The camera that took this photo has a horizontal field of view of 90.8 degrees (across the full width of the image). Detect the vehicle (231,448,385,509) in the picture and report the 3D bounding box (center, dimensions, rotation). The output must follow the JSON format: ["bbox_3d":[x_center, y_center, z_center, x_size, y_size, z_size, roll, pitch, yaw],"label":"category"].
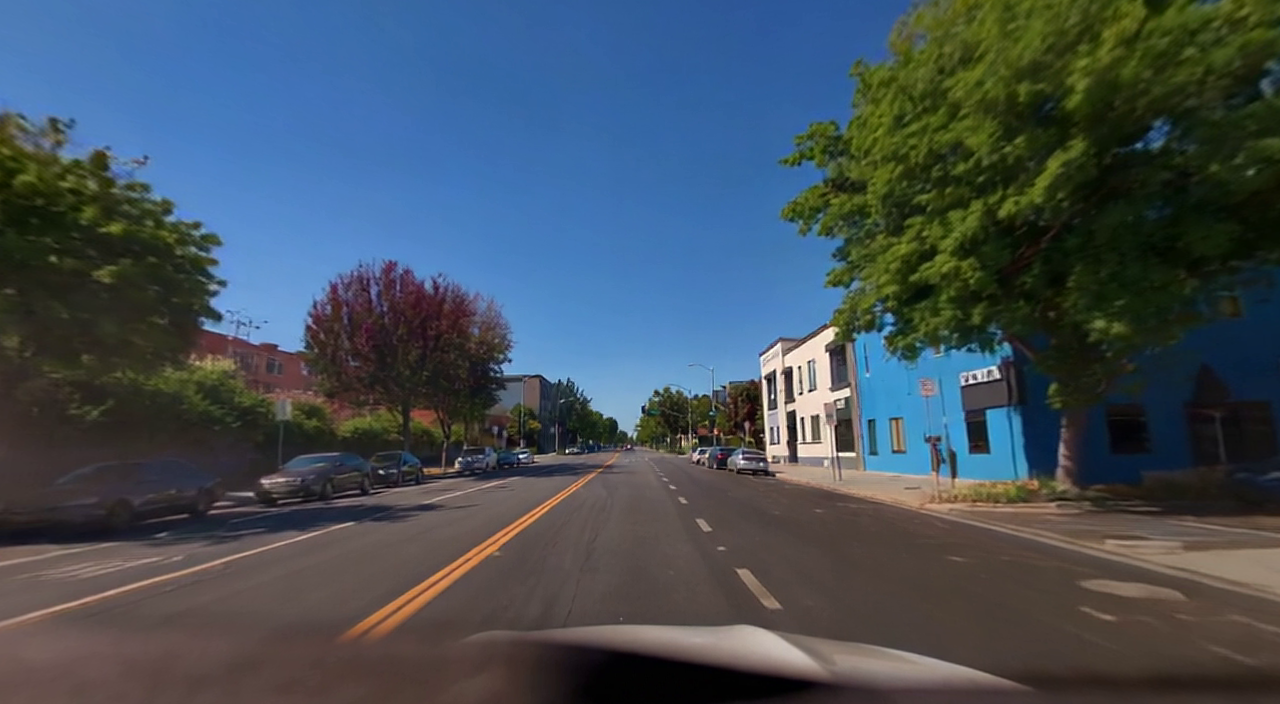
[{"bbox_3d":[-10.157,3.871,19.959,1.995,1.564,5.321,0,-8,0],"label":"vehicle"}]

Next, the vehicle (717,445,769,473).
[{"bbox_3d":[5.946,6.221,36.939,2.038,1.482,4.994,0,-8,-2],"label":"vehicle"}]

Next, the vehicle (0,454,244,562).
[{"bbox_3d":[-10.051,2.698,11.808,2.010,1.476,4.871,-1,-8,2],"label":"vehicle"}]

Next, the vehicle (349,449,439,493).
[{"bbox_3d":[-9.723,4.703,25.398,2.021,1.482,4.601,0,-8,-3],"label":"vehicle"}]

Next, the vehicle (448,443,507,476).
[{"bbox_3d":[-10.071,6.688,39.692,2.228,1.863,5.407,0,-8,1],"label":"vehicle"}]
